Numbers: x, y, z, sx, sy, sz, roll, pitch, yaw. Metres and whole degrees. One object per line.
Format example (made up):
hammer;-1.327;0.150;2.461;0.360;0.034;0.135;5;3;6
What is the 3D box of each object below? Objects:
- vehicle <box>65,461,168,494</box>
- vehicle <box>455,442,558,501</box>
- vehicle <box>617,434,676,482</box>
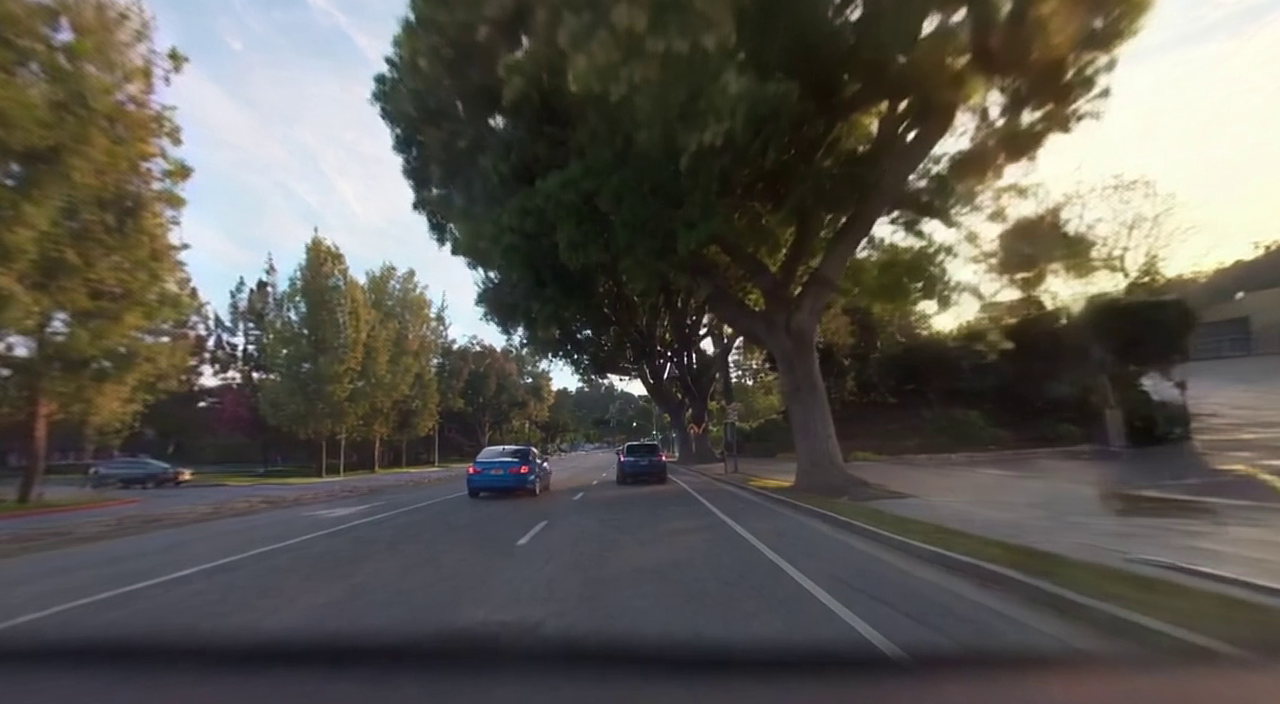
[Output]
vehicle;-28.059;6.713;33.938;1.826;1.464;4.533;0;-8;-3
vehicle;-3.630;3.302;17.893;2.036;1.447;4.044;0;-8;0
vehicle;0.181;4.306;25.871;2.215;1.799;4.426;0;-8;-1
